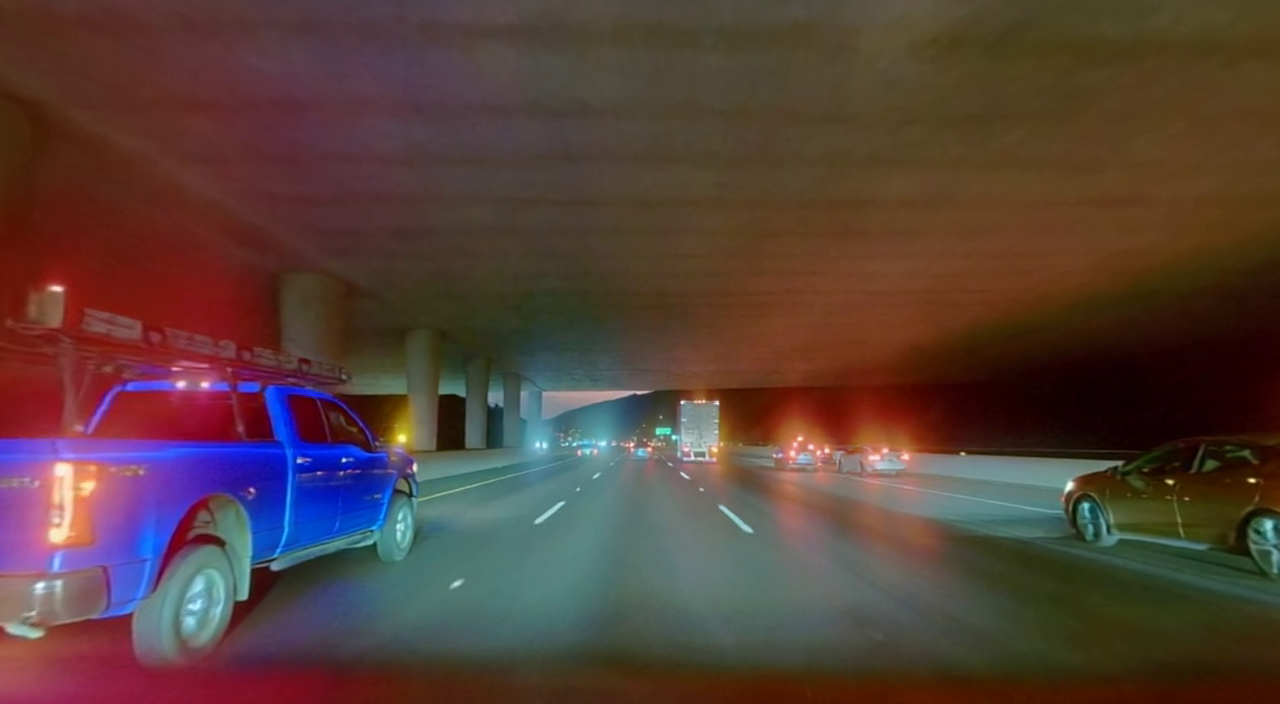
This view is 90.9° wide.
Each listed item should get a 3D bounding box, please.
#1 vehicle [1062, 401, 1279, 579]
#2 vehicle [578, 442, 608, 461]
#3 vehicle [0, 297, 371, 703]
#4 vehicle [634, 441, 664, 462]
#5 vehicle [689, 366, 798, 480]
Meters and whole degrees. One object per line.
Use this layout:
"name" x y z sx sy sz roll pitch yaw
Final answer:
"vehicle" 7.198 1.446 6.859 1.999 1.700 4.640 0 -8 0
"vehicle" -3.654 7.790 49.470 2.077 1.446 4.106 0 -8 0
"vehicle" -4.438 0.911 4.061 2.599 2.054 6.288 0 -8 0
"vehicle" 0.627 7.198 45.590 2.092 1.446 4.092 0 -8 1
"vehicle" 4.129 3.427 28.696 2.885 4.036 12.891 0 -8 1
